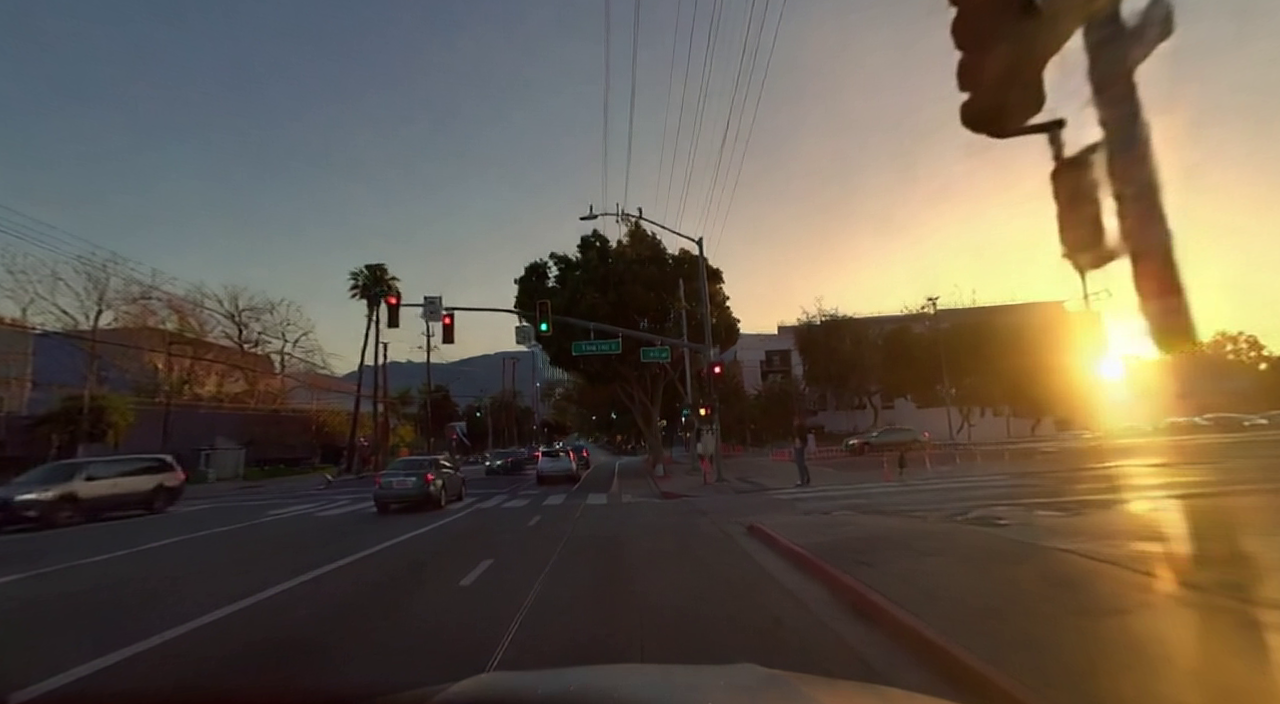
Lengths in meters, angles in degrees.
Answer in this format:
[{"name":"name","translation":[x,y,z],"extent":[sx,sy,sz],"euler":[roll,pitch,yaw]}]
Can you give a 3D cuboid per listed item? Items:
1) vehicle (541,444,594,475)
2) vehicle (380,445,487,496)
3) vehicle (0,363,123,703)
[{"name":"vehicle","translation":[-3.626,5.472,32.254],"extent":[2.147,1.472,4.406],"euler":[0,-9,1]},{"name":"vehicle","translation":[-6.586,3.818,20.711],"extent":[1.960,1.479,4.654],"euler":[0,-9,0]},{"name":"vehicle","translation":[-3.418,0.615,0.558],"extent":[2.042,1.673,4.516],"euler":[0,-9,0]}]
